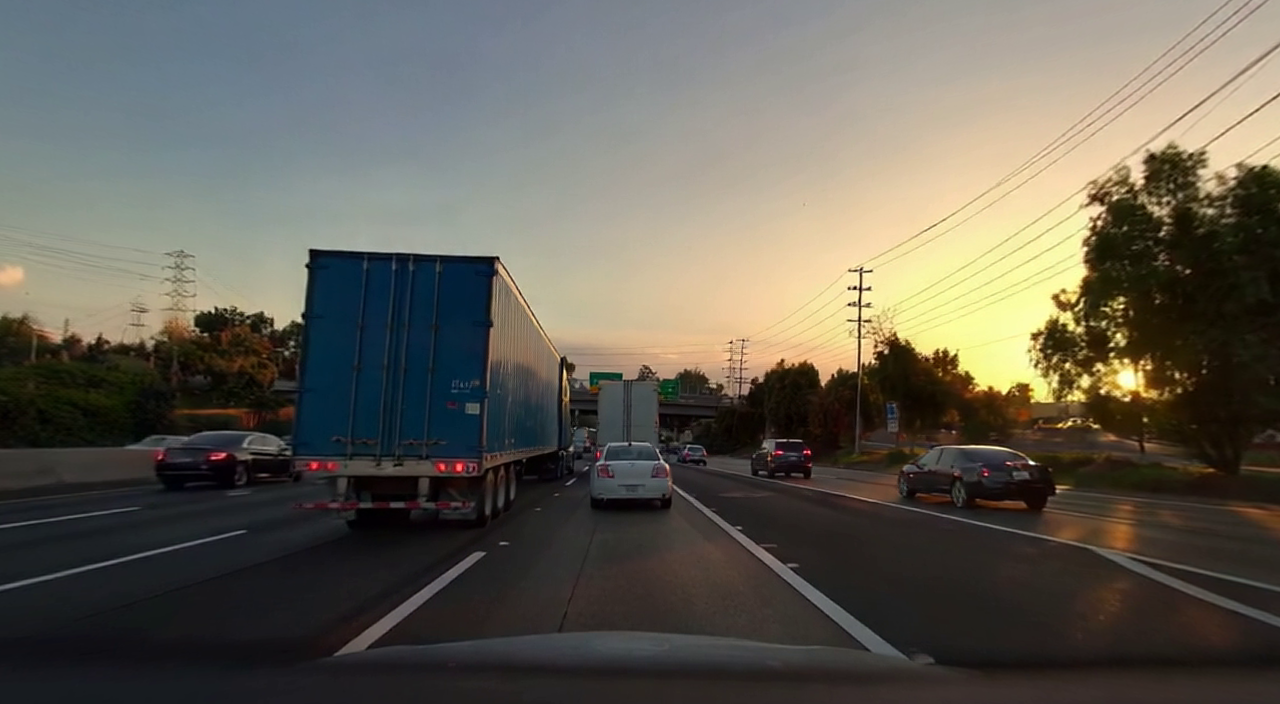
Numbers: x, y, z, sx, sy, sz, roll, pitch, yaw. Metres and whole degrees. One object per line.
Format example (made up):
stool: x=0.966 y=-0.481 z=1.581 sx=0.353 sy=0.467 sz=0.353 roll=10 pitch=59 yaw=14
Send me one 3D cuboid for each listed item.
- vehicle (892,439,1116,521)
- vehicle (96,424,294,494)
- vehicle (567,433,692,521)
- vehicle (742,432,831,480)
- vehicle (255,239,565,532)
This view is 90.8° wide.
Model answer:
vehicle: x=7.182 y=2.541 z=13.106 sx=1.878 sy=1.406 sz=4.164 roll=1 pitch=-9 yaw=-6
vehicle: x=-12.129 y=2.969 z=17.786 sx=2.148 sy=1.678 sz=4.851 roll=0 pitch=-9 yaw=-2
vehicle: x=-0.253 y=2.430 z=12.767 sx=2.112 sy=1.463 sz=4.012 roll=0 pitch=-9 yaw=-2
vehicle: x=5.522 y=3.973 z=24.359 sx=2.023 sy=1.676 sz=4.002 roll=1 pitch=-9 yaw=-7
vehicle: x=-4.340 y=1.774 z=18.153 sx=3.150 sy=4.298 sz=17.928 roll=0 pitch=-9 yaw=-3
